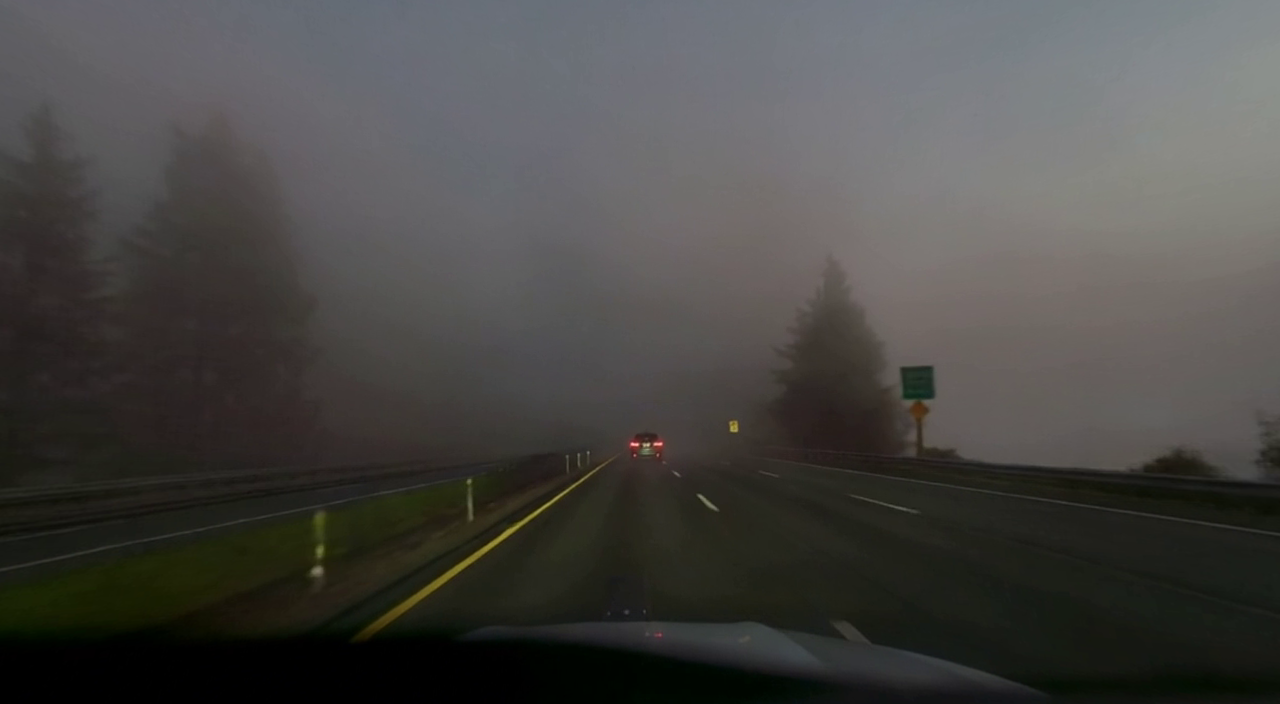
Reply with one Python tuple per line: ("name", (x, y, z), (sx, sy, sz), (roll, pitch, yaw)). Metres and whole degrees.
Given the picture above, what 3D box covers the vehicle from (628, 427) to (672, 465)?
("vehicle", (0.545, 5.151, 34.598), (2.301, 1.944, 4.554), (0, -8, 1))
